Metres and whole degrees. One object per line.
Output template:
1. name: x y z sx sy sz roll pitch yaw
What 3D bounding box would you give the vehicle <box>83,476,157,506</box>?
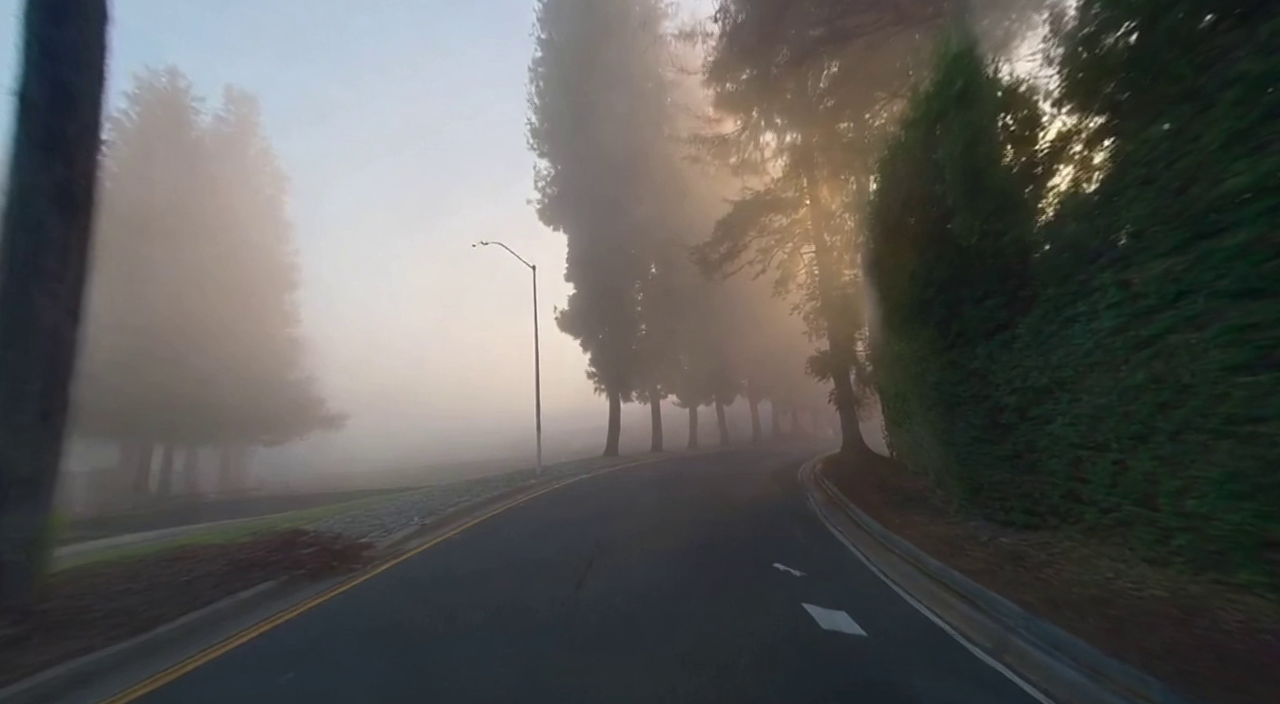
1. vehicle: -36.310 9.675 44.085 1.978 1.724 4.458 1 -9 -11
